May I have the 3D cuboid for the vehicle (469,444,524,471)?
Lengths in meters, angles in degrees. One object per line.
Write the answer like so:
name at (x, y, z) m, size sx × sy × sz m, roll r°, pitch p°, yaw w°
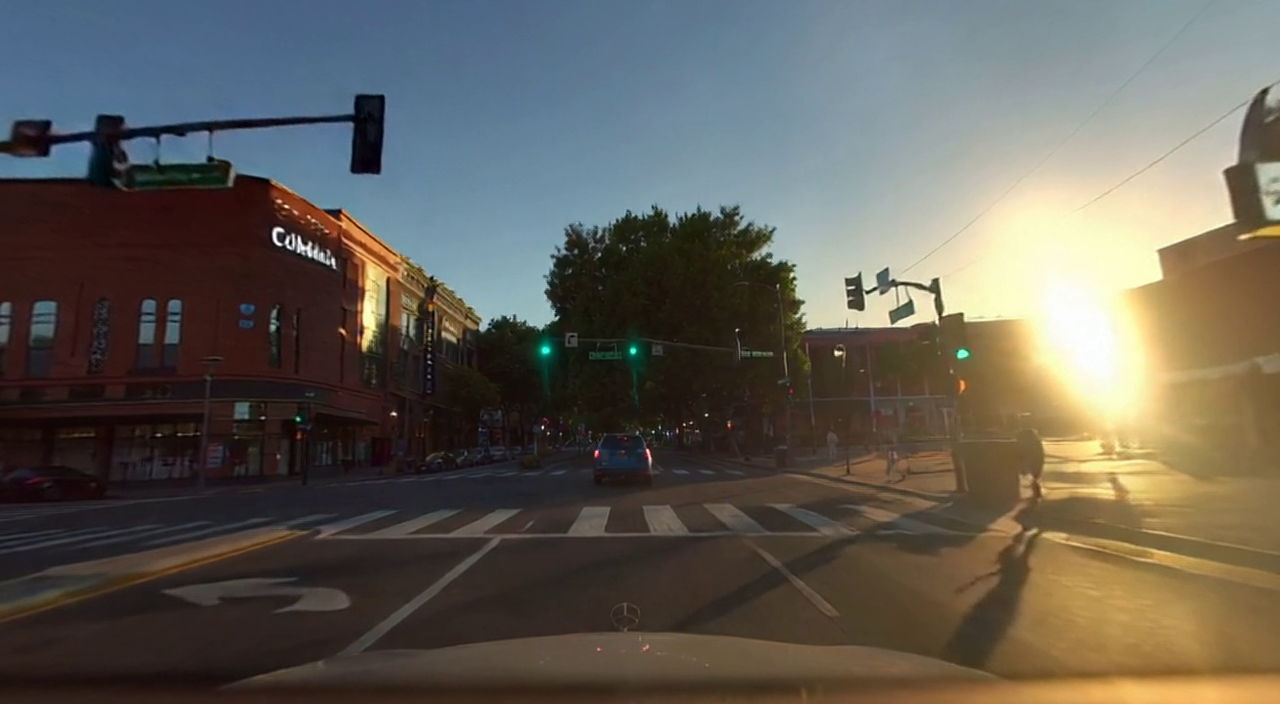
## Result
vehicle at (-8.425, 6.233, 37.518) m, size 2.152 × 1.468 × 4.737 m, roll 0°, pitch -8°, yaw 0°

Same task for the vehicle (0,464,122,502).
vehicle at (-26.124, 5.823, 28.188) m, size 4.317 × 1.524 × 1.809 m, roll 0°, pitch -8°, yaw -1°

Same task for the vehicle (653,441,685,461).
vehicle at (2.267, 7.782, 49.776) m, size 2.209 × 1.478 × 4.138 m, roll 0°, pitch -8°, yaw -2°

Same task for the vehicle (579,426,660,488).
vehicle at (-0.615, 3.423, 20.823) m, size 2.382 × 1.796 × 4.610 m, roll 0°, pitch -8°, yaw 0°

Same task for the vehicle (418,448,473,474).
vehicle at (-11.891, 6.685, 38.955) m, size 1.972 × 1.475 × 4.381 m, roll 0°, pitch -8°, yaw 0°
